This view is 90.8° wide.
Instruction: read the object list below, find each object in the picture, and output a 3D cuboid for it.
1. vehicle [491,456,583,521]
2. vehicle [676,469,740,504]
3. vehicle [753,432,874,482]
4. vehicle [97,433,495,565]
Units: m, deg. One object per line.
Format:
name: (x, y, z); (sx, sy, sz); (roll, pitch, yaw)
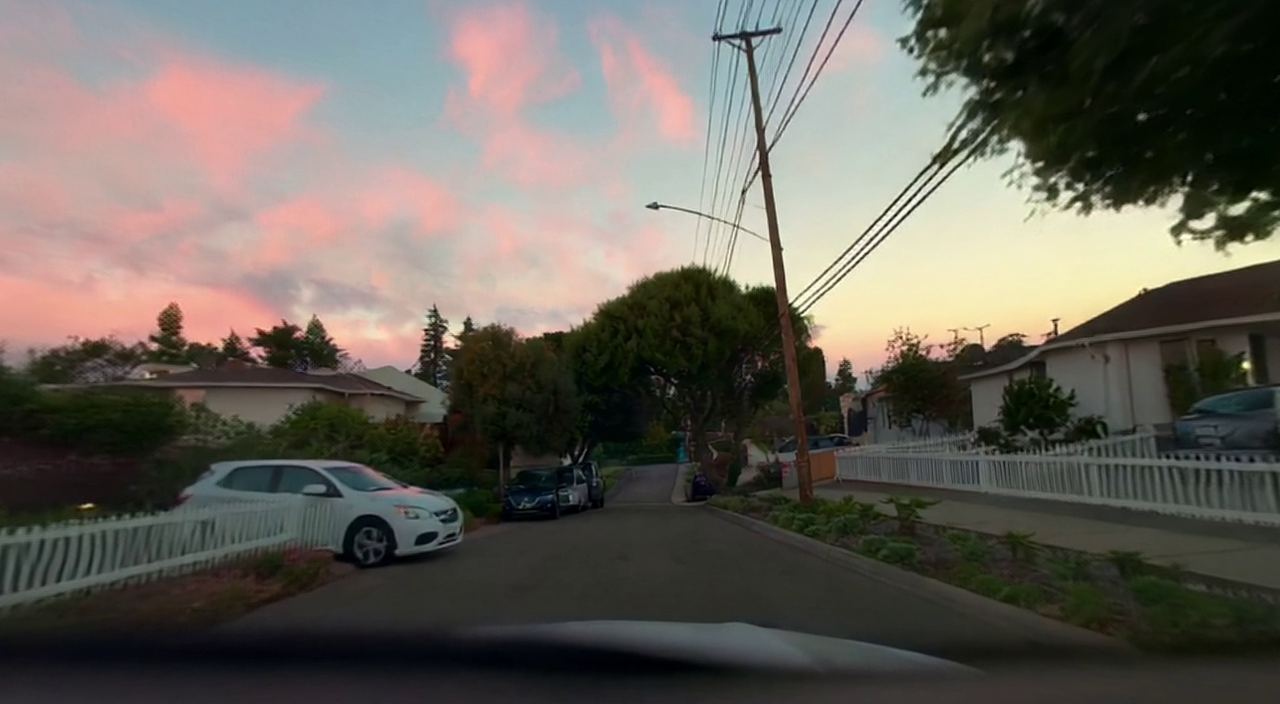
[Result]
vehicle: (-2.817, 3.865, 18.418); (2.081, 1.589, 4.691); (0, -9, -2)
vehicle: (3.517, 6.858, 32.413); (3.005, 1.535, 4.025); (-1, -9, 7)
vehicle: (6.878, 4.181, 25.353); (4.249, 1.905, 1.904); (1, -8, -2)
vehicle: (-4.805, 2.240, 9.644); (4.537, 1.595, 2.471); (2, -14, -1)
